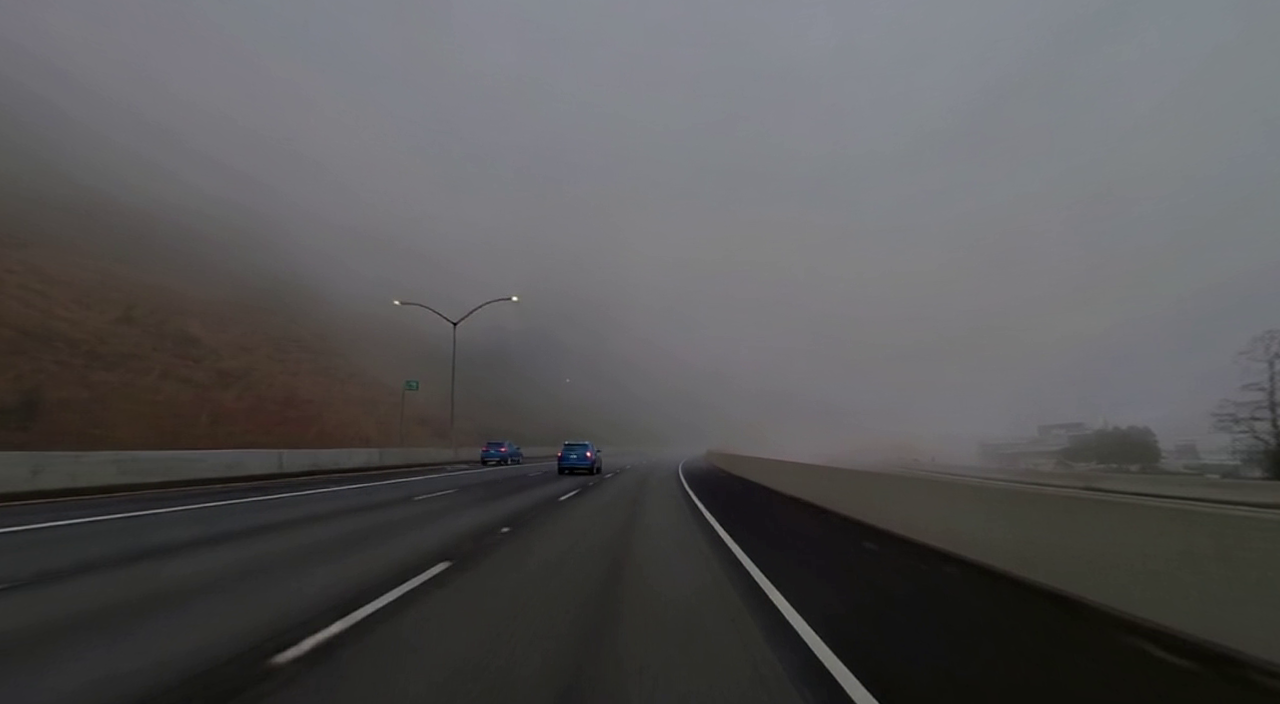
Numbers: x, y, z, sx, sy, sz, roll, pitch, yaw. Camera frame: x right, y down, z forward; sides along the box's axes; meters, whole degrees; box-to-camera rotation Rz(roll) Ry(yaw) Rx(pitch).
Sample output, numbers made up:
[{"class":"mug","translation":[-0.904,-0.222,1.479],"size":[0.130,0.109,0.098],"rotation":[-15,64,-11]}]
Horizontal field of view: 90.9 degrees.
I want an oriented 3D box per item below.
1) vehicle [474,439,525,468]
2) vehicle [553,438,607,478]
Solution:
[{"class":"vehicle","translation":[-9.137,6.630,41.449],"size":[2.039,1.746,4.528],"rotation":[-1,-8,4]},{"class":"vehicle","translation":[-2.828,5.143,30.781],"size":[2.028,1.782,4.150],"rotation":[-1,-8,3]}]
